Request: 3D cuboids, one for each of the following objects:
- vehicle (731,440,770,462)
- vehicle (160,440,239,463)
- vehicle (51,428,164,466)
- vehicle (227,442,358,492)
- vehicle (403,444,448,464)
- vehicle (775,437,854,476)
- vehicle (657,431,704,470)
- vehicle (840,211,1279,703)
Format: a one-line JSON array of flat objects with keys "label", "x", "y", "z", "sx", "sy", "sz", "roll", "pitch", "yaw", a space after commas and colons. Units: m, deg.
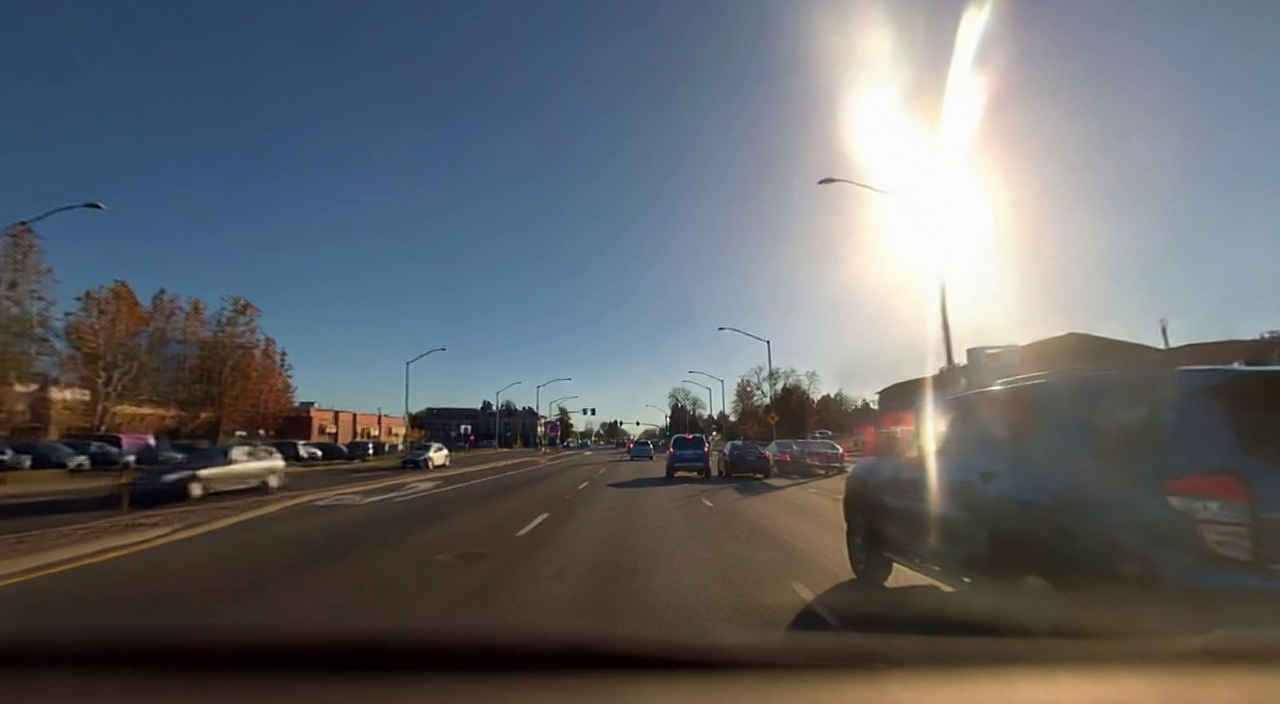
[{"label": "vehicle", "x": 7.824, "y": 7.051, "z": 44.933, "sx": 1.895, "sy": 1.437, "sz": 4.890, "roll": 0, "pitch": -8, "yaw": 0}, {"label": "vehicle", "x": -30.091, "y": 6.819, "z": 43.078, "sx": 1.949, "sy": 1.466, "sz": 4.654, "roll": 0, "pitch": -8, "yaw": 1}, {"label": "vehicle", "x": -30.731, "y": 5.565, "z": 36.509, "sx": 2.042, "sy": 1.901, "sz": 5.209, "roll": -3, "pitch": -10, "yaw": -1}, {"label": "vehicle", "x": -11.330, "y": 3.759, "z": 20.912, "sx": 1.942, "sy": 1.473, "sz": 4.506, "roll": 1, "pitch": -8, "yaw": -2}, {"label": "vehicle", "x": -17.006, "y": 8.121, "z": 49.950, "sx": 1.962, "sy": 1.496, "sz": 4.431, "roll": 0, "pitch": -8, "yaw": 1}, {"label": "vehicle", "x": 7.417, "y": 4.495, "z": 27.203, "sx": 2.055, "sy": 1.508, "sz": 4.782, "roll": 0, "pitch": -8, "yaw": 0}, {"label": "vehicle", "x": 2.055, "y": 5.220, "z": 33.374, "sx": 2.317, "sy": 1.857, "sz": 5.150, "roll": 0, "pitch": -8, "yaw": 1}, {"label": "vehicle", "x": 3.066, "y": 0.840, "z": 3.688, "sx": 2.246, "sy": 1.963, "sz": 4.777, "roll": 0, "pitch": -8, "yaw": 1}]
